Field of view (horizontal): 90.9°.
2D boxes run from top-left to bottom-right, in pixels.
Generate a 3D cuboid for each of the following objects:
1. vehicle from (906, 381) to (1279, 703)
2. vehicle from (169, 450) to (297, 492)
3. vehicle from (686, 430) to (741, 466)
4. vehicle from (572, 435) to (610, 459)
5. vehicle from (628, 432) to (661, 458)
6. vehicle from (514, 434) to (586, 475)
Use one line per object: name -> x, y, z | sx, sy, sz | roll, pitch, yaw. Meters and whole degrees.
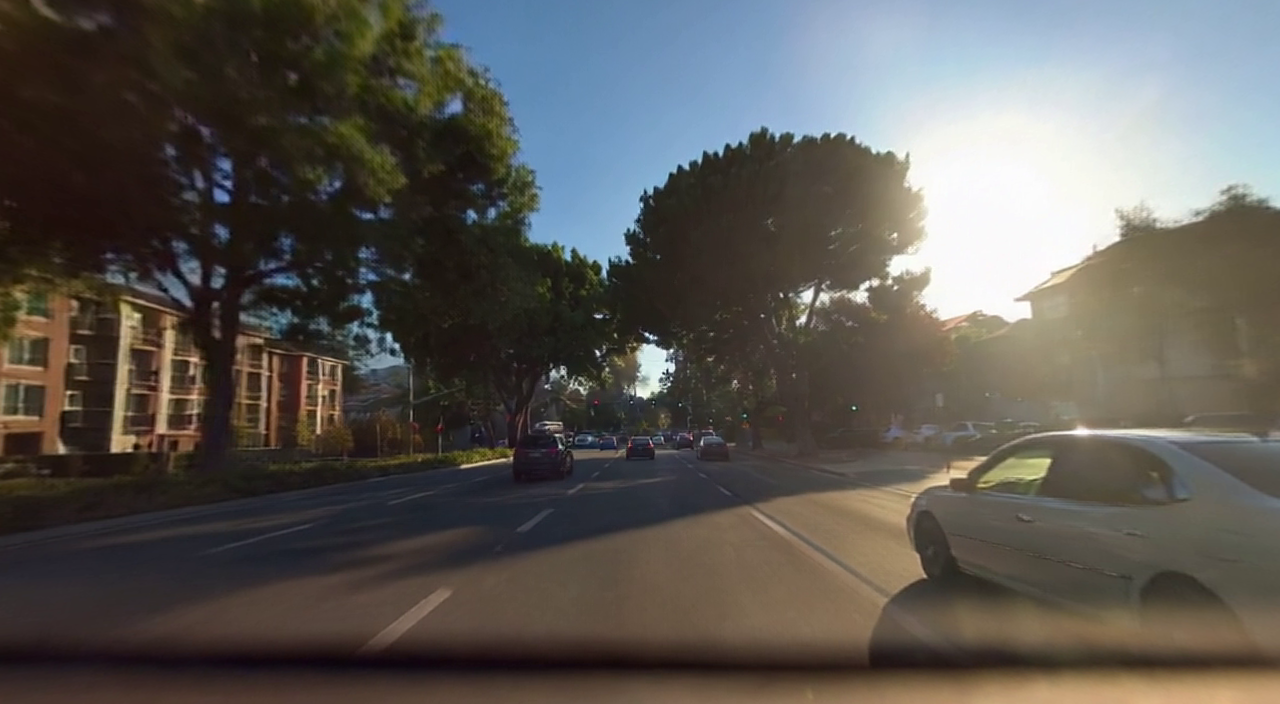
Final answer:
vehicle -> 3.668, 1.074, 3.869 | 2.128, 1.502, 4.572 | 0, -8, 1
vehicle -> -15.752, 4.613, 24.749 | 1.901, 1.438, 4.557 | 0, -8, 1
vehicle -> 3.556, 4.783, 31.404 | 2.137, 1.646, 4.488 | 0, -8, -1
vehicle -> -3.209, 6.360, 42.284 | 1.997, 1.479, 4.547 | 0, -8, 2
vehicle -> 0.279, 6.315, 42.648 | 2.110, 1.662, 4.262 | 0, -8, 0
vehicle -> -3.489, 4.080, 25.339 | 2.049, 1.485, 4.656 | 0, -8, 2
